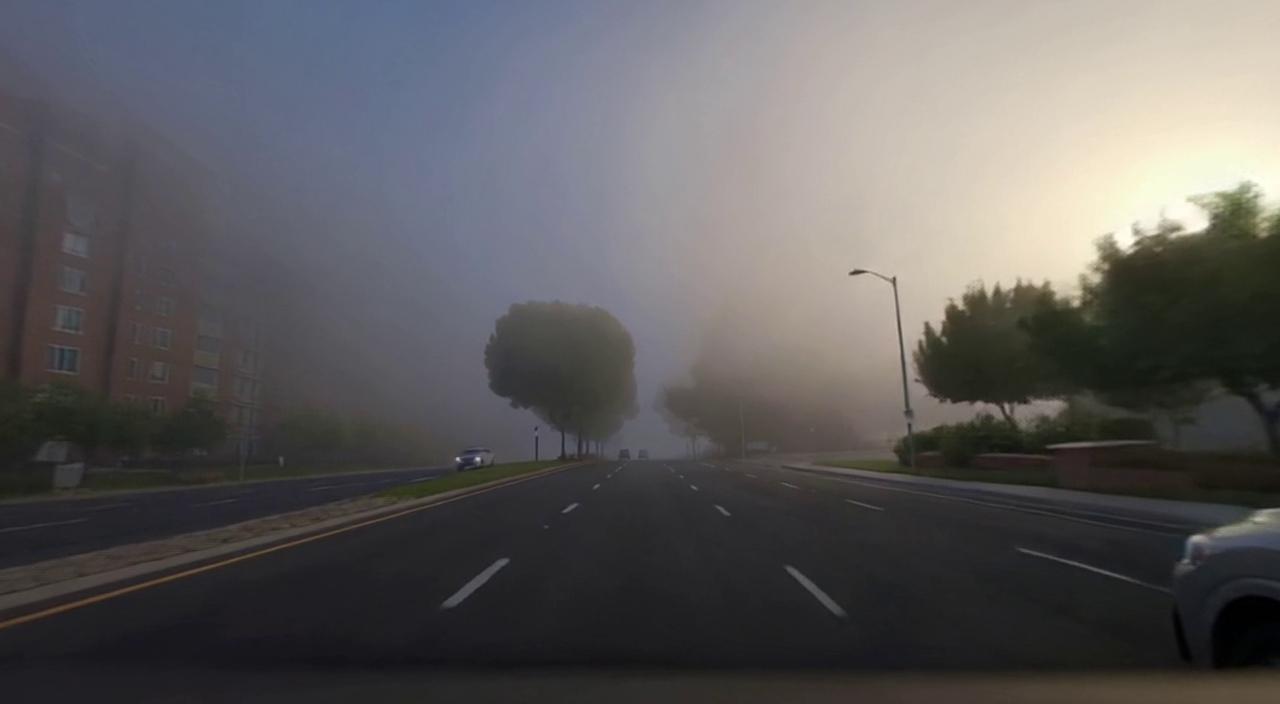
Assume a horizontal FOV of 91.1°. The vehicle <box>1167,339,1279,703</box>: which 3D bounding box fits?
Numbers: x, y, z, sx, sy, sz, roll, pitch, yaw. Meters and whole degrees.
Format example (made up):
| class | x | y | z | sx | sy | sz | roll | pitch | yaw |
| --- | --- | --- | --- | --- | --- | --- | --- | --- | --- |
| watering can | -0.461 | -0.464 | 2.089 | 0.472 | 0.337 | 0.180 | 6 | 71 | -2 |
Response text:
| class | x | y | z | sx | sy | sz | roll | pitch | yaw |
| --- | --- | --- | --- | --- | --- | --- | --- | --- | --- |
| vehicle | 3.251 | 0.535 | 0.313 | 2.090 | 1.685 | 4.436 | 0 | -8 | 0 |
